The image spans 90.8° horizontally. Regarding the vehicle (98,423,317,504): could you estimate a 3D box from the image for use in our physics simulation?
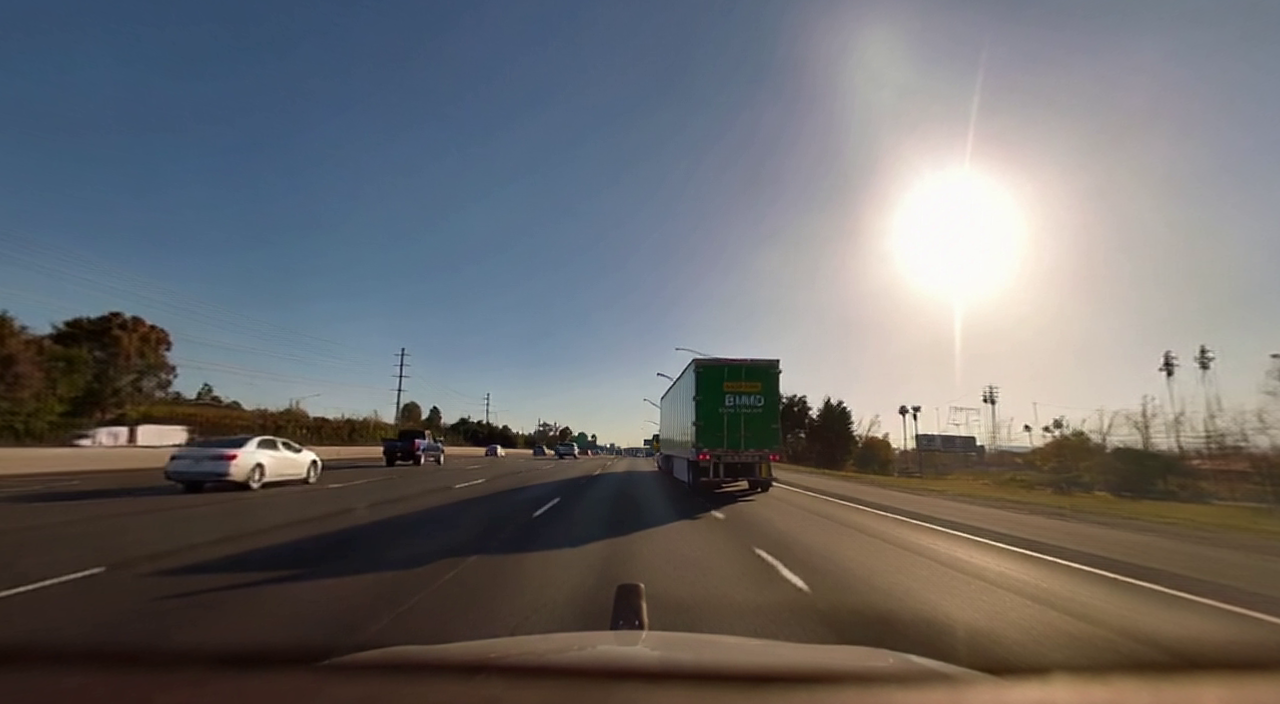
[{"bbox_3d":[-10.485,2.738,15.931,2.045,1.697,4.844,0,-8,0],"label":"vehicle"}]

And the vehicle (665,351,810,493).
[{"bbox_3d":[3.006,3.015,25.113,2.891,3.944,15.051,0,-8,-2],"label":"vehicle"}]

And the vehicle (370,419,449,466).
[{"bbox_3d":[-13.695,5.472,38.093,2.307,2.571,6.260,0,-8,1],"label":"vehicle"}]
